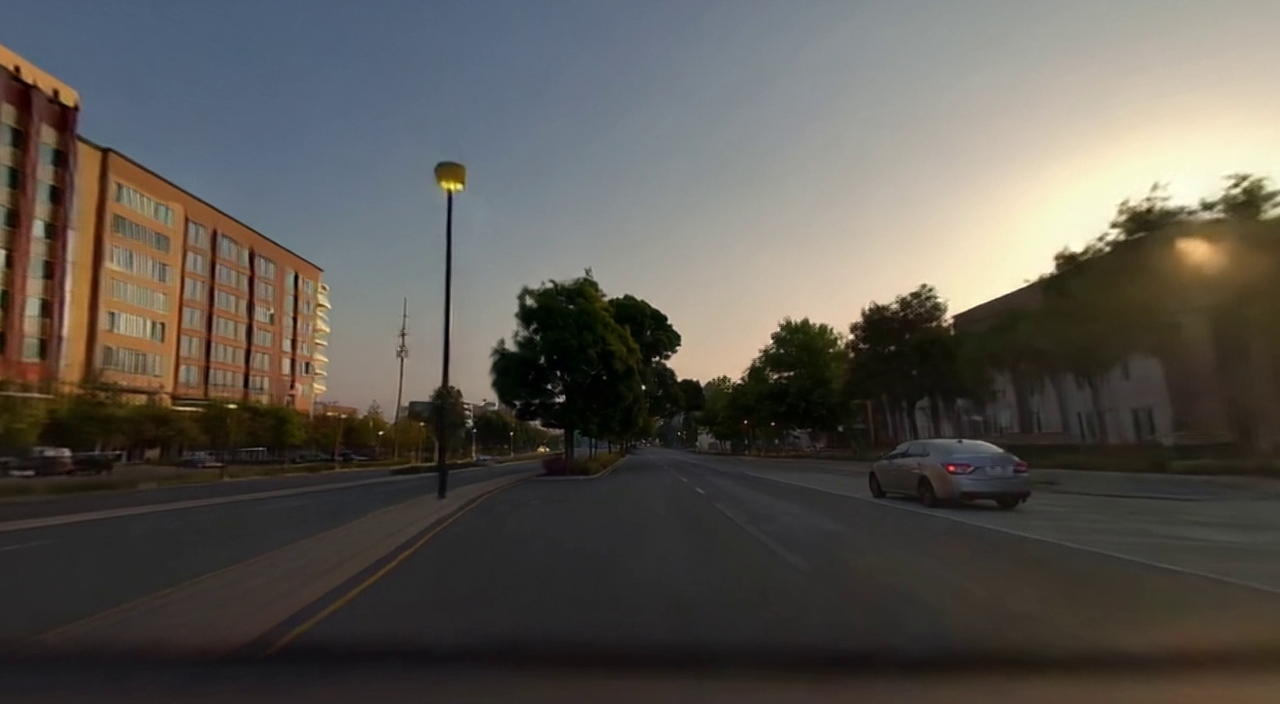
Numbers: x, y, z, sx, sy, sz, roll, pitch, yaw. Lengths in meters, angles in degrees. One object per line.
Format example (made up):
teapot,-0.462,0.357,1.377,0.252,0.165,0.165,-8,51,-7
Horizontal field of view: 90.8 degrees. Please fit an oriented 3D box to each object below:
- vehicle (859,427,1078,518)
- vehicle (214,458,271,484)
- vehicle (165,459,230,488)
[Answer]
vehicle,6.377,2.392,13.081,1.913,1.504,4.738,0,-8,-1
vehicle,-27.278,8.079,43.235,5.281,1.586,1.979,-8,-12,43
vehicle,-27.620,7.533,39.377,4.967,1.587,2.096,-8,-11,41
